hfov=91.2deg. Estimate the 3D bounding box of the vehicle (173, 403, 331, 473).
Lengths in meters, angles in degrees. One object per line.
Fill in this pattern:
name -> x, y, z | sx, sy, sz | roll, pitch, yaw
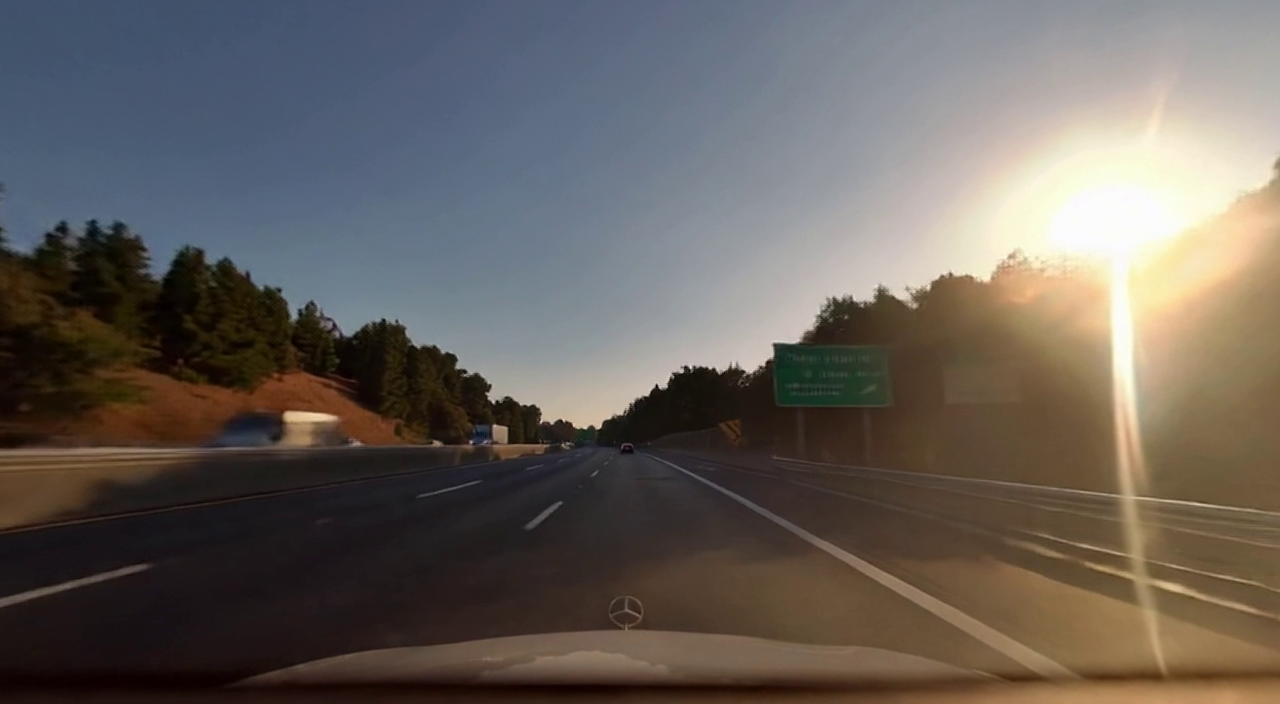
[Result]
vehicle -> -16.283, 3.727, 27.073 | 2.357, 2.600, 7.018 | 0, -8, -1
